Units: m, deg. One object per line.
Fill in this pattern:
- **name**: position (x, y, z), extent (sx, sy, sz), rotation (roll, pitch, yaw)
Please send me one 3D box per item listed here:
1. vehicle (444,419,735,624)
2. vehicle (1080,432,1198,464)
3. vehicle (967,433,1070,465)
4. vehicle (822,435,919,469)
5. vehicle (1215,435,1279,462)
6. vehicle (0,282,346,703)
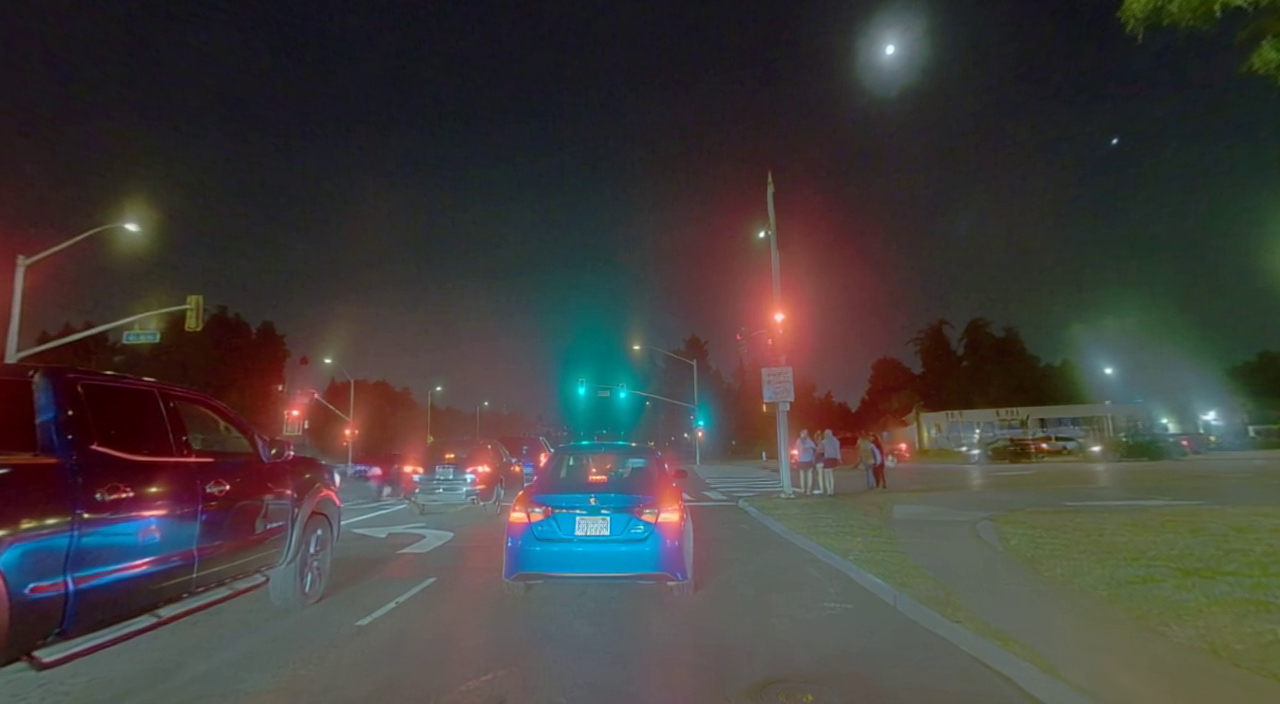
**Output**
- **vehicle**: position (-0.370, 1.591, 6.950), extent (2.144, 1.497, 4.446), rotation (0, -9, 0)
- **vehicle**: position (28.958, 5.575, 36.707), extent (4.967, 1.794, 2.044), rotation (0, -9, 2)
- **vehicle**: position (21.950, 5.654, 36.703), extent (4.529, 1.786, 2.110), rotation (0, -9, 2)
- **vehicle**: position (12.202, 5.341, 33.619), extent (4.394, 1.724, 1.886), rotation (0, -9, 1)
- **vehicle**: position (36.263, 5.518, 36.134), extent (4.643, 1.464, 1.840), rotation (0, -9, 2)
- **vehicle**: position (-3.688, 0.750, 2.836), extent (2.202, 1.961, 4.980), rotation (0, -9, 1)
